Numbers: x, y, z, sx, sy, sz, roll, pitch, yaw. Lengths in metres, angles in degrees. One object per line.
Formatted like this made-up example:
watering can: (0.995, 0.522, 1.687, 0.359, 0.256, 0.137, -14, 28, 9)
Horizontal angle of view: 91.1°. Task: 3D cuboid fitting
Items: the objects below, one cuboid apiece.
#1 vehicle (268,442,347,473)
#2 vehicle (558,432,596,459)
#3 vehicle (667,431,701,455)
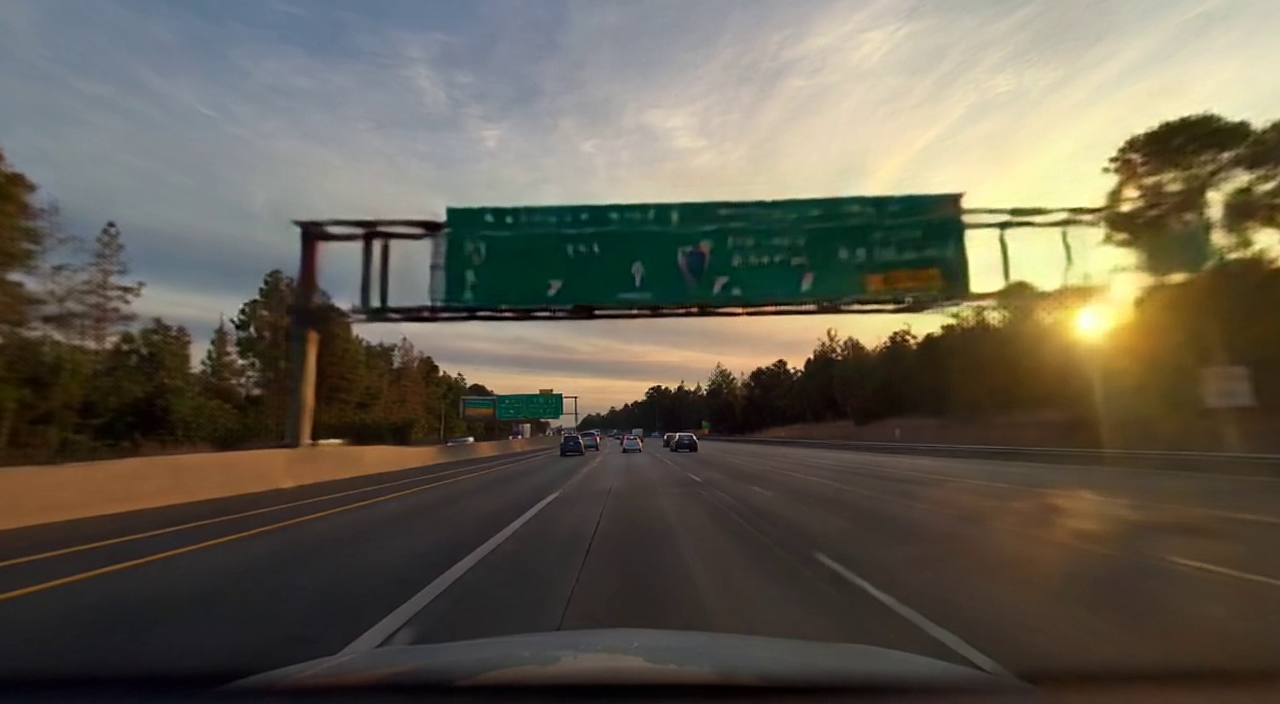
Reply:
vehicle: (-17.499, 5.529, 33.320, 1.886, 1.512, 4.244, 0, -8, -1)
vehicle: (-3.956, 5.907, 39.825, 2.119, 1.629, 3.946, 0, -8, -2)
vehicle: (3.183, 6.696, 46.230, 2.066, 1.673, 4.225, 0, -8, -2)
